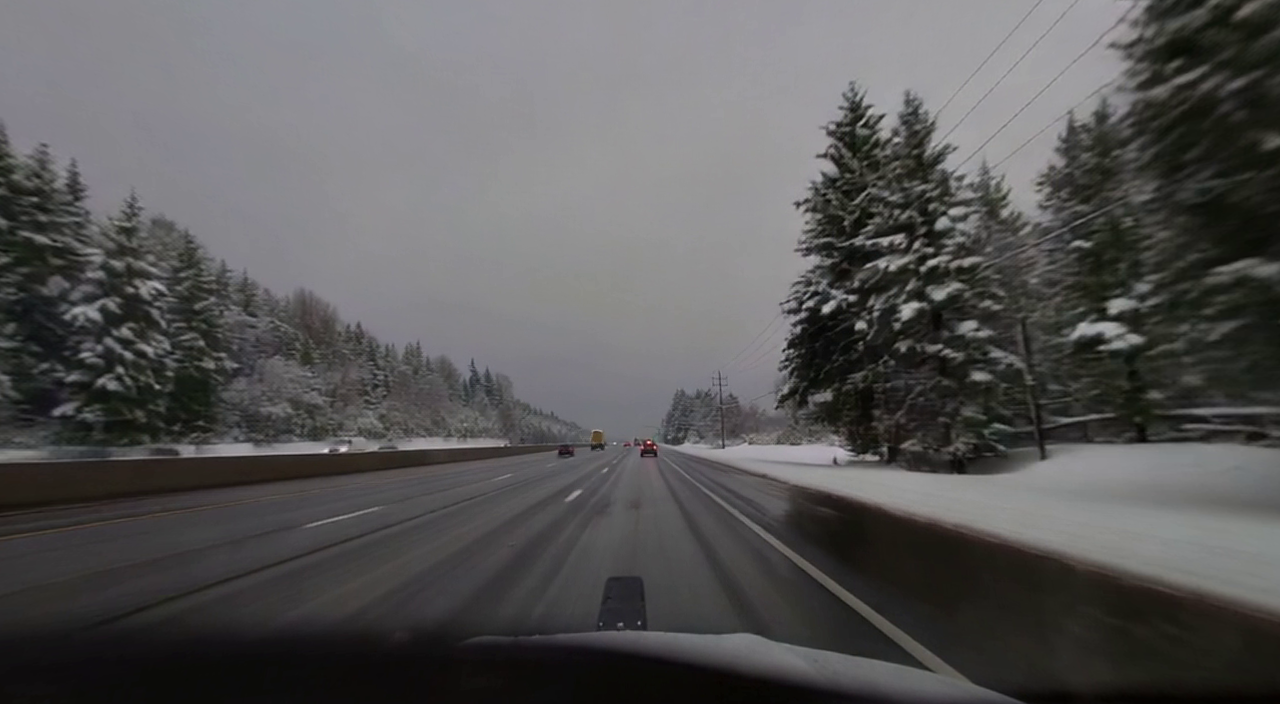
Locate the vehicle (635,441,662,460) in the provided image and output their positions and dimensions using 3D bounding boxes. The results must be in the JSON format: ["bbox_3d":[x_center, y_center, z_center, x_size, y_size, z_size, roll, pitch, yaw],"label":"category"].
[{"bbox_3d":[0.642,7.680,49.023,2.057,1.453,3.926,0,-8,0],"label":"vehicle"}]

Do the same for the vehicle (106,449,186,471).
[{"bbox_3d":[-35.939,7.865,45.833,1.859,1.473,4.803,0,-8,1],"label":"vehicle"}]

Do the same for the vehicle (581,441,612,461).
[{"bbox_3d":[-3.266,7.506,47.698,2.046,1.478,4.111,0,-8,0],"label":"vehicle"}]

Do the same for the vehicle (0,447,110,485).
[{"bbox_3d":[-25.299,4.766,26.614,1.825,1.455,4.385,0,-8,0],"label":"vehicle"}]
